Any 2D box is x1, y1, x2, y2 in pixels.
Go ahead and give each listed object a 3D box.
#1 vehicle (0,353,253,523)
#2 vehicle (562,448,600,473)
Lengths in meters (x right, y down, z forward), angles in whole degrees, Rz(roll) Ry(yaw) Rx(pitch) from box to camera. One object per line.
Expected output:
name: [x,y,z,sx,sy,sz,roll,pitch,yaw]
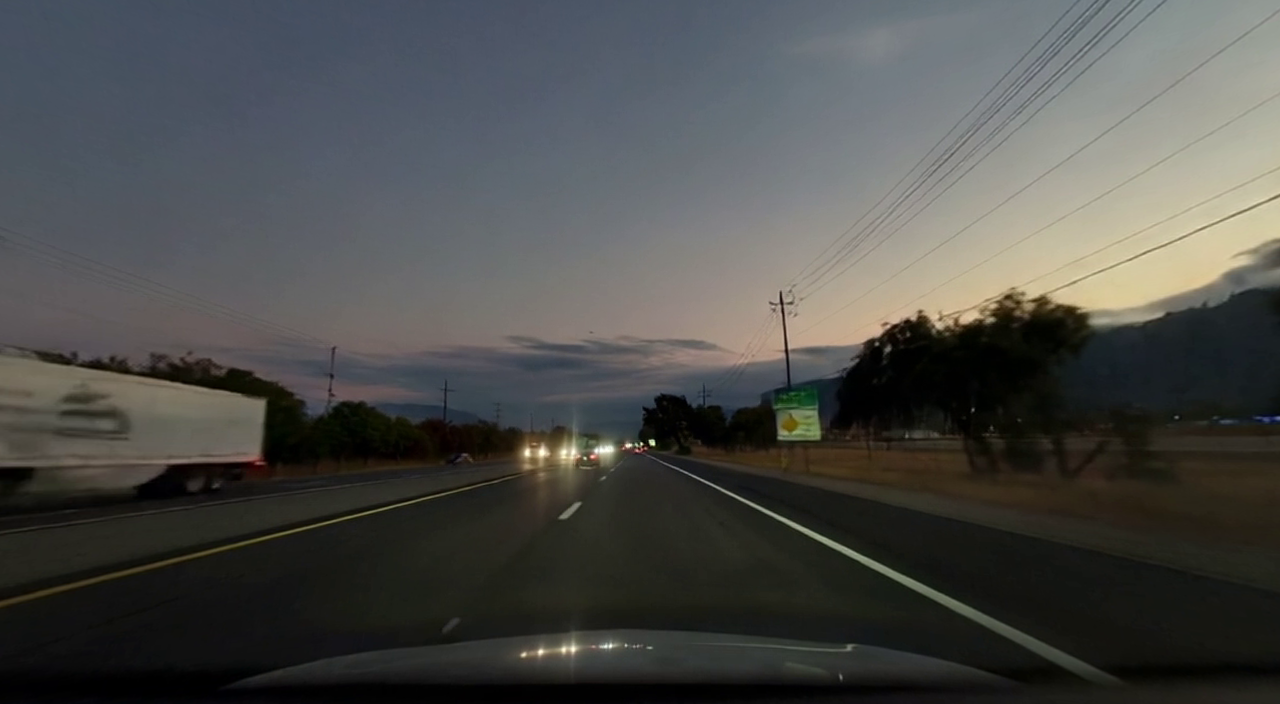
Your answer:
vehicle: [-16.929,2.520,17.916,2.879,4.041,14.093,0,-9,-1]
vehicle: [-3.836,7.150,41.582,2.123,1.545,4.404,0,-9,0]
